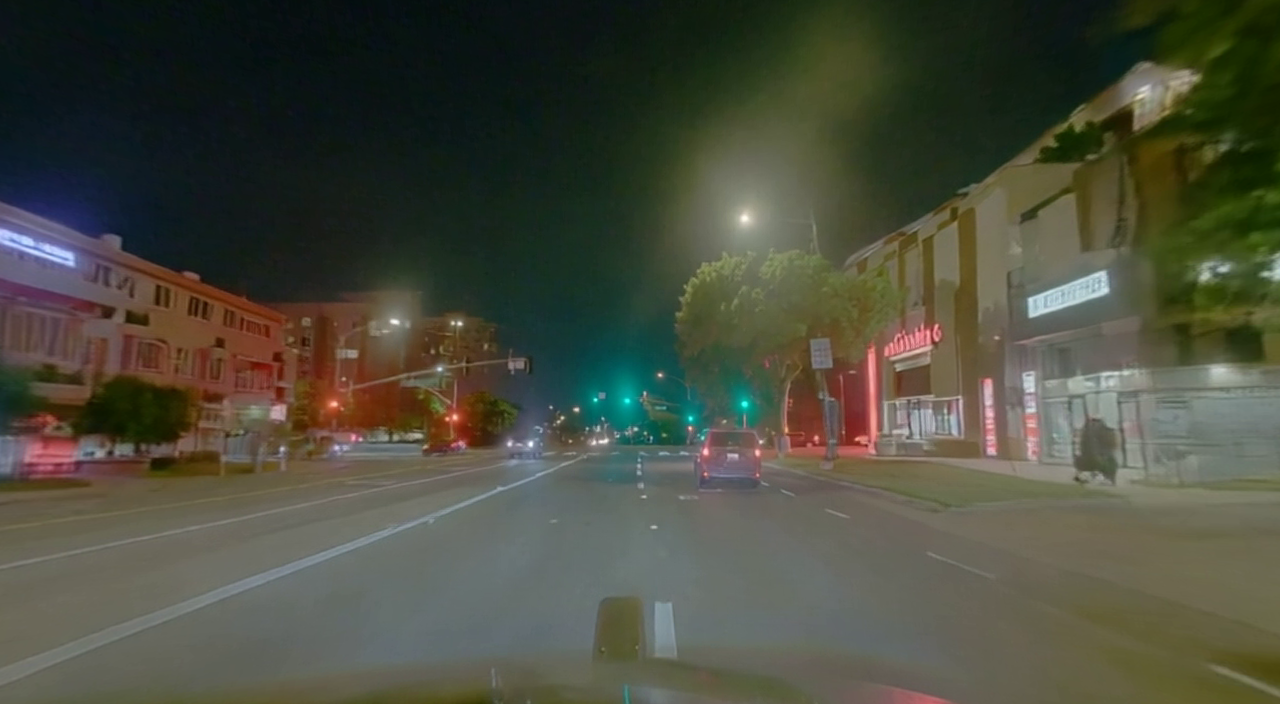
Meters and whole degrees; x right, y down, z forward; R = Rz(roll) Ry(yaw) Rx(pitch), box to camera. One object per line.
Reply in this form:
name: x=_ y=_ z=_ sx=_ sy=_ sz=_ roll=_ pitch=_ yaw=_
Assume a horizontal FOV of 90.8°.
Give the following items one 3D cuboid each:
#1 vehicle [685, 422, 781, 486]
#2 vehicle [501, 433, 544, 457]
vehicle: x=2.633 y=3.028 z=18.976 sx=2.230 sy=1.683 sz=4.204 roll=0 pitch=-8 yaw=0
vehicle: x=-7.665 y=6.148 z=41.692 sx=1.924 sy=1.458 sz=4.448 roll=0 pitch=-8 yaw=1
